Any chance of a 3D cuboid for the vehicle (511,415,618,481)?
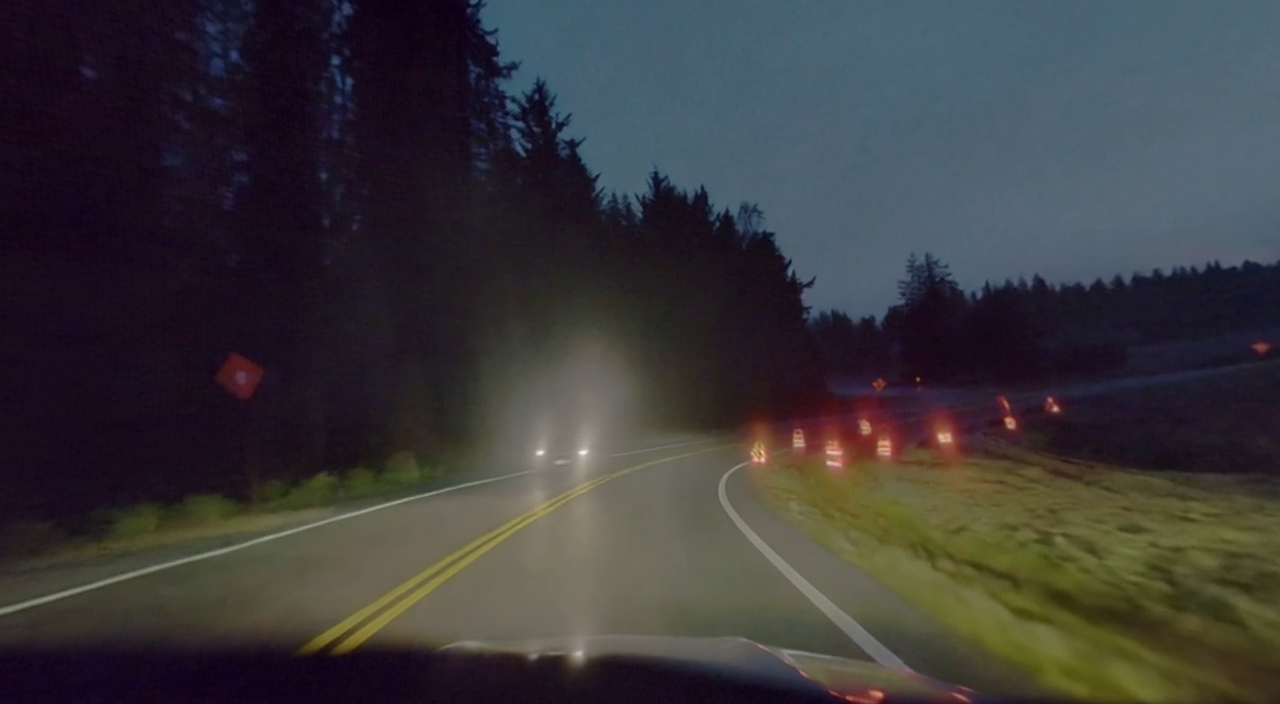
[{"bbox_3d":[-2.369,3.258,21.326,2.095,1.939,4.857,-3,-9,12],"label":"vehicle"}]
